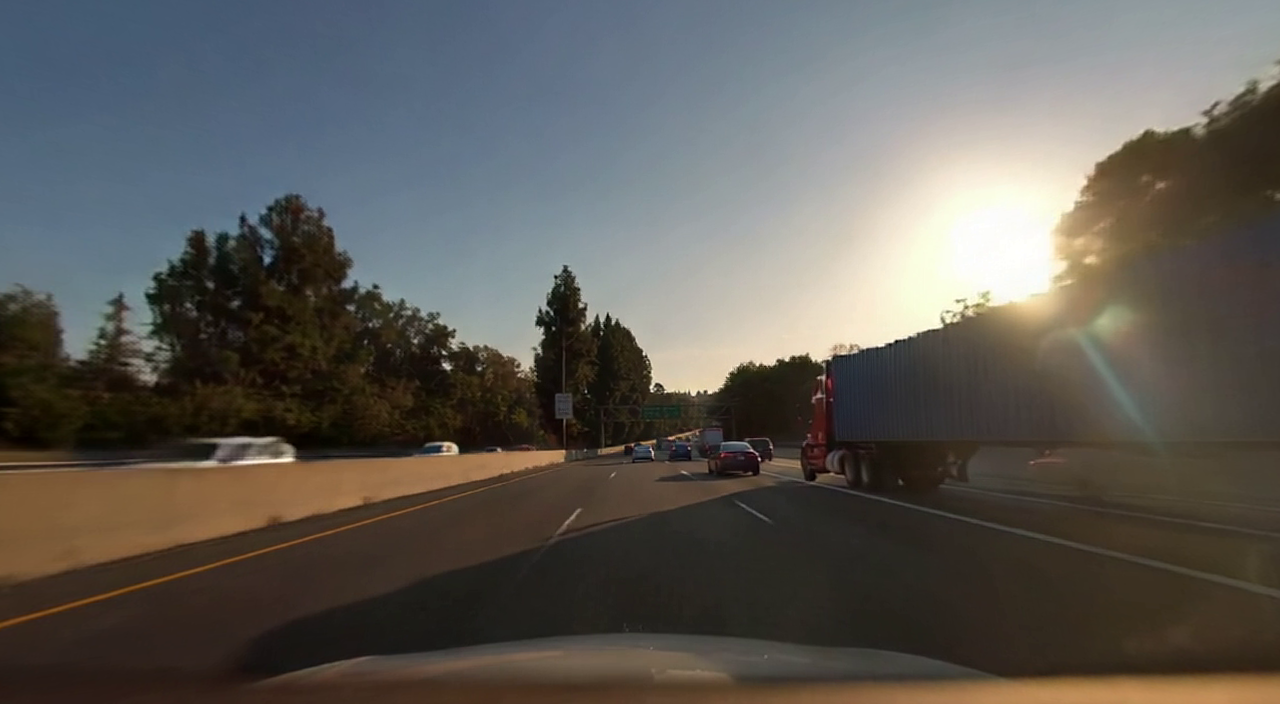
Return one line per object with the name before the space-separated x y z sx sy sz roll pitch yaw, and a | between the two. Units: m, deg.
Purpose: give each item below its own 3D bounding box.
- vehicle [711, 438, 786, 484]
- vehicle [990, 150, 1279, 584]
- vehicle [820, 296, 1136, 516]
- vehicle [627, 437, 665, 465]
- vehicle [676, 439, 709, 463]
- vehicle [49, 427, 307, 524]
vehicle | 3.817 3.913 22.949 1.888 1.501 4.608 0 -8 0
vehicle | 7.351 0.138 5.823 2.784 4.002 9.298 0 -8 0
vehicle | 7.366 1.599 15.961 2.752 3.975 9.319 0 -8 0
vehicle | 0.412 6.471 41.126 2.313 1.736 4.215 0 -8 1
vehicle | 3.919 7.440 47.247 2.084 1.668 4.511 0 -8 0
vehicle | -9.811 2.630 14.004 2.121 1.775 4.656 0 -8 1
